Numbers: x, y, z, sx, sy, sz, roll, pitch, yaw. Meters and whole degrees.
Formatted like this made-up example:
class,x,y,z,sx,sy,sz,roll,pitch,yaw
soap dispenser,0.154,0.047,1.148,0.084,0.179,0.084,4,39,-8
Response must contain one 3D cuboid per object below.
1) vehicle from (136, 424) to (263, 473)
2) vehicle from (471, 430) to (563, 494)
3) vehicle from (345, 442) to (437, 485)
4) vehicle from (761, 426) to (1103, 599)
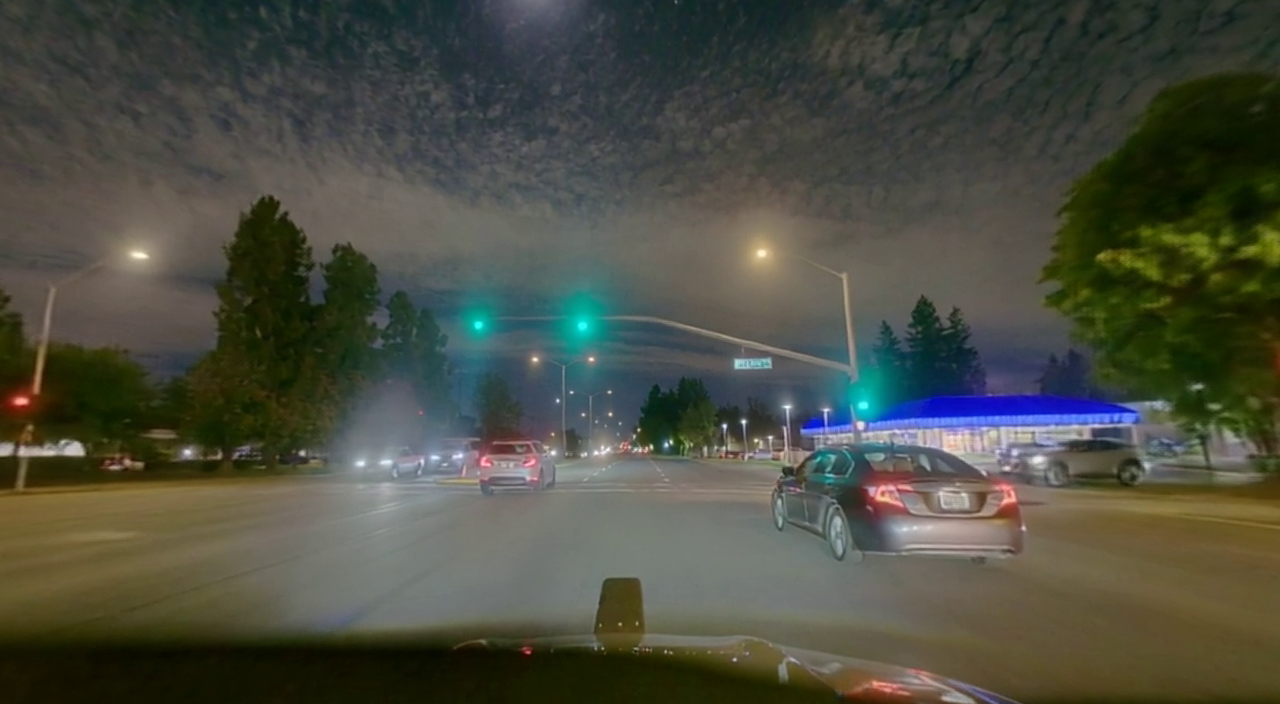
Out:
class,x,y,z,sx,sy,sz,roll,pitch,yaw
vehicle,-34.491,7.599,49.728,7.384,3.665,3.220,0,-8,-1
vehicle,-3.782,3.482,20.270,1.997,1.806,4.500,0,-9,0
vehicle,-10.181,4.560,26.238,1.942,1.576,4.567,-1,-9,0
vehicle,3.063,1.785,8.060,1.975,1.502,4.787,0,-9,-2
